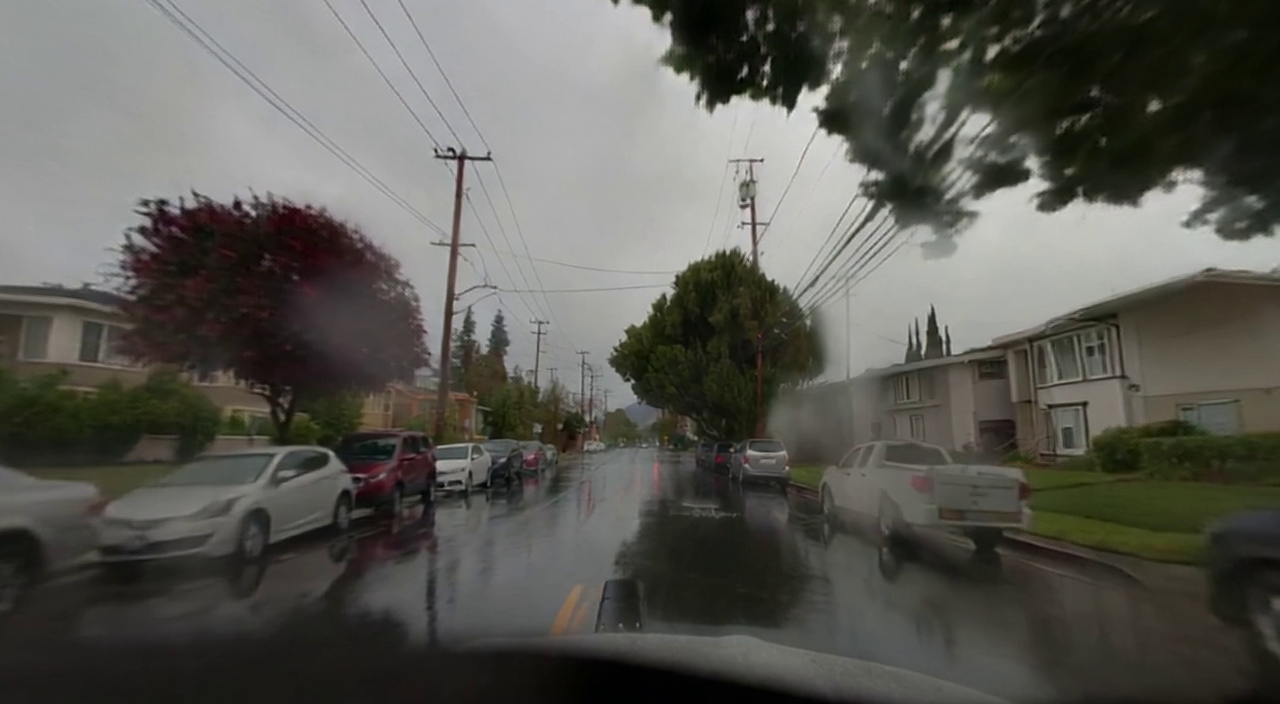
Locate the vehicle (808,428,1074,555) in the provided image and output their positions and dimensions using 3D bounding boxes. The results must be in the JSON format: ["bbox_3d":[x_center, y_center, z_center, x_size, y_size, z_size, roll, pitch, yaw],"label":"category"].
[{"bbox_3d":[4.435,2.112,10.402,1.910,1.567,4.856,0,-9,-1],"label":"vehicle"}]

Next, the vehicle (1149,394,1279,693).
[{"bbox_3d":[4.576,0.892,2.228,1.951,1.700,4.485,-1,-9,3],"label":"vehicle"}]

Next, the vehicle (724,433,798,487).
[{"bbox_3d":[4.246,3.857,22.852,1.936,1.756,4.127,0,-9,1],"label":"vehicle"}]

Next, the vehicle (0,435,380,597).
[{"bbox_3d":[-5.373,1.891,8.521,1.979,1.435,4.785,-2,-7,-3],"label":"vehicle"}]

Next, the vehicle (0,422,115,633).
[{"bbox_3d":[-5.359,1.099,3.087,1.853,1.447,4.462,-3,-7,-1],"label":"vehicle"}]
